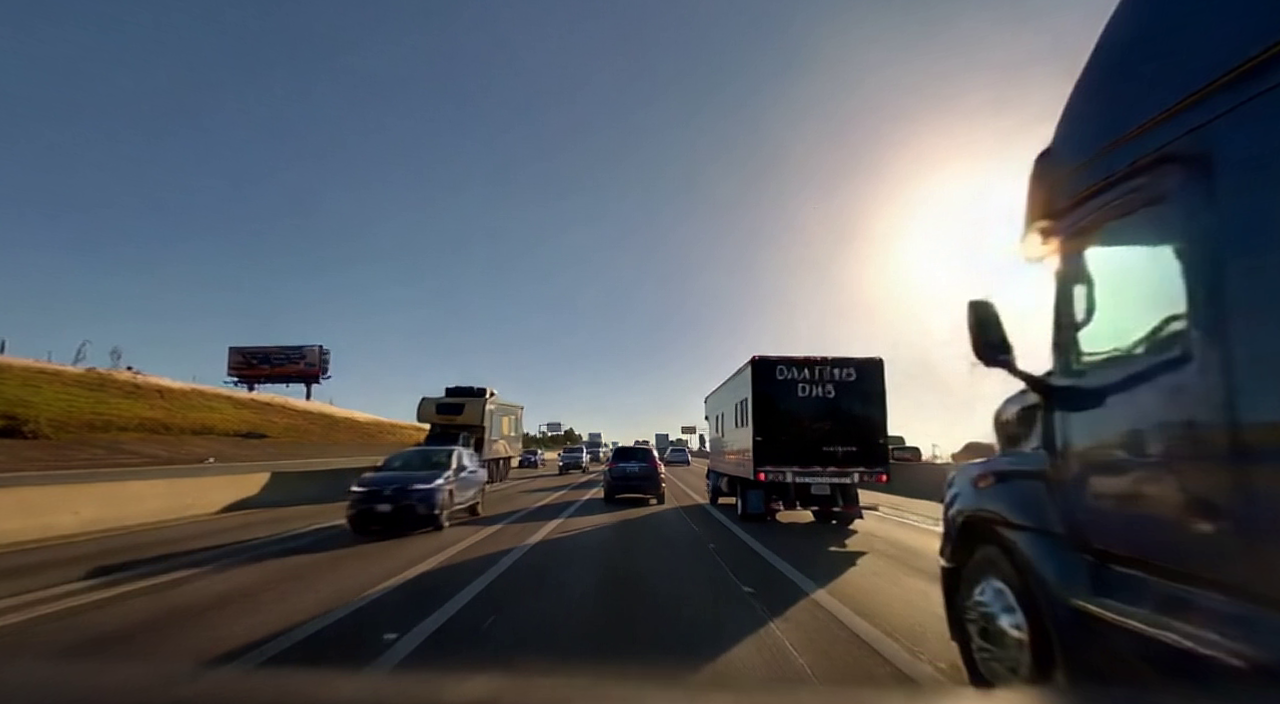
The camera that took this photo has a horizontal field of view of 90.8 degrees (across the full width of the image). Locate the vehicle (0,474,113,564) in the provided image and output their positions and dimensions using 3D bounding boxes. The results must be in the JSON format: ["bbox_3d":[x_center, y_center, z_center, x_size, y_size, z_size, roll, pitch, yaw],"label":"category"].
[{"bbox_3d":[-30.140,7.394,27.067,3.358,3.720,13.340,0,-9,1],"label":"vehicle"}]

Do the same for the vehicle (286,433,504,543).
[{"bbox_3d":[-4.085,2.354,11.607,2.023,1.576,4.784,0,-9,1],"label":"vehicle"}]

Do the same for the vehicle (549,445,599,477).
[{"bbox_3d":[-3.556,5.983,34.846,2.098,1.659,4.432,0,-9,2],"label":"vehicle"}]

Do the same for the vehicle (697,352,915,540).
[{"bbox_3d":[2.927,2.020,13.610,2.533,2.942,7.280,0,-9,-1],"label":"vehicle"}]

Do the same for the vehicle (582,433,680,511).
[{"bbox_3d":[-0.208,2.992,16.177,2.201,1.719,4.058,0,-9,0],"label":"vehicle"}]
